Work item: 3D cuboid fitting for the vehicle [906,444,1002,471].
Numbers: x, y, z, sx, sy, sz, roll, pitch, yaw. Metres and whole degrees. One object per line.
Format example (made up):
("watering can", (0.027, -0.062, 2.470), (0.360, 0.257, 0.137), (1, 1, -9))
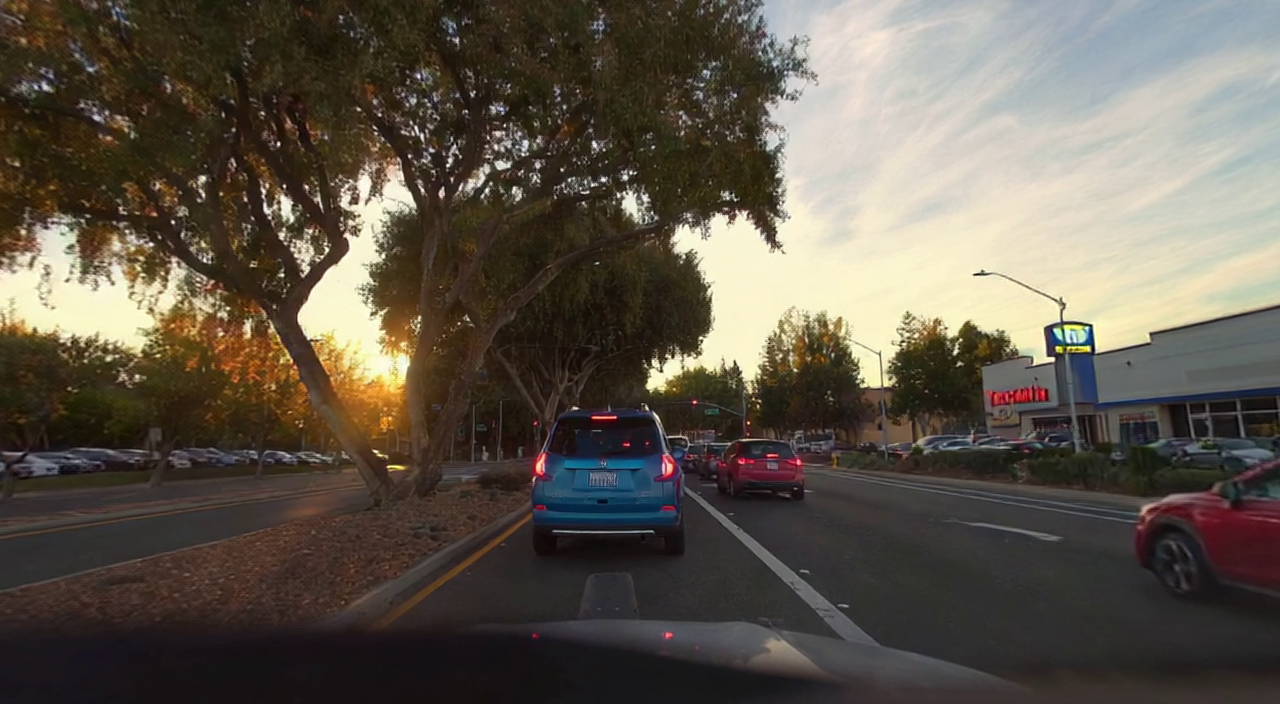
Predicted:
("vehicle", (17.213, 5.774, 34.763), (4.290, 1.427, 1.751), (0, -9, 2))

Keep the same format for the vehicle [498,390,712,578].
("vehicle", (-0.306, 1.647, 8.635), (2.096, 1.837, 4.687), (0, -9, 1))

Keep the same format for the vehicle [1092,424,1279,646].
("vehicle", (5.261, 1.146, 3.652), (1.930, 1.478, 4.643), (0, -9, 1))

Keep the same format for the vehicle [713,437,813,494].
("vehicle", (3.681, 3.499, 19.935), (2.098, 1.555, 4.778), (0, -9, -1))
